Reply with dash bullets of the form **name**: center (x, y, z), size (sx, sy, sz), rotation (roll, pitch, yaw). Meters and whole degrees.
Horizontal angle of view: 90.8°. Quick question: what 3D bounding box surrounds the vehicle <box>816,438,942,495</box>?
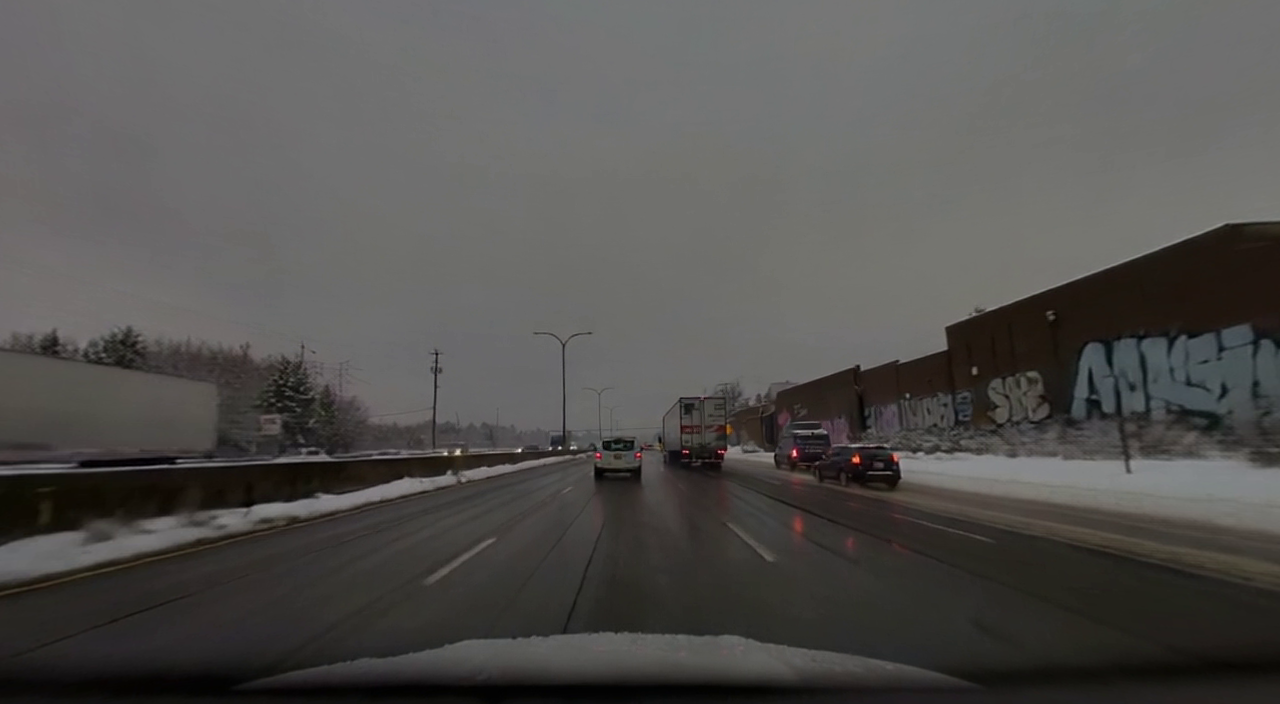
- **vehicle**: center (7.017, 3.411, 19.192), size (1.915, 1.476, 4.677), rotation (0, -9, -1)

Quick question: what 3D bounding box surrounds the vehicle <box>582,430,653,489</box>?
- **vehicle**: center (-0.844, 3.785, 22.600), size (2.249, 1.843, 5.176), rotation (0, -9, -3)

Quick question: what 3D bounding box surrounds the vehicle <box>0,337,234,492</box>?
- **vehicle**: center (-17.241, 1.933, 18.159), size (2.791, 3.780, 12.692), rotation (0, -9, 0)

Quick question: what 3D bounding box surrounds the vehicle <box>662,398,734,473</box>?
- **vehicle**: center (3.159, 5.051, 37.581), size (2.976, 3.806, 10.591), rotation (0, -9, -2)

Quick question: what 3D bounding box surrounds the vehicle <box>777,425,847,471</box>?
- **vehicle**: center (9.653, 5.477, 36.150), size (2.322, 2.360, 6.433), rotation (0, -9, 1)
